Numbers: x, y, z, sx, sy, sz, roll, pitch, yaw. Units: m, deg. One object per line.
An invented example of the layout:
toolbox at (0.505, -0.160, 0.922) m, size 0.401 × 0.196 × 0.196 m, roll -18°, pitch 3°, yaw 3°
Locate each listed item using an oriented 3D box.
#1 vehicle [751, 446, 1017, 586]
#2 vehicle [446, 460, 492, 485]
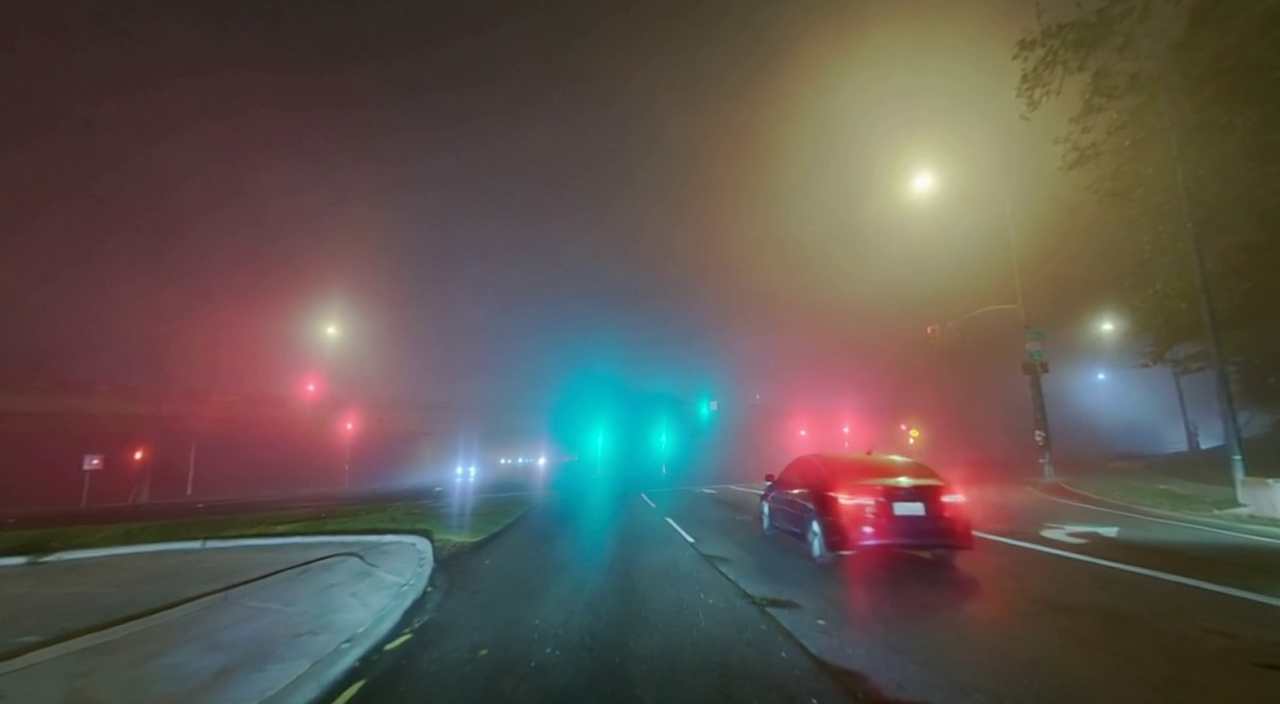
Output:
vehicle at (2.953, 2.068, 8.924) m, size 1.909 × 1.425 × 4.521 m, roll 0°, pitch -9°, yaw 0°
vehicle at (-12.782, 9.013, 47.519) m, size 2.126 × 1.506 × 5.411 m, roll -3°, pitch -9°, yaw -2°
